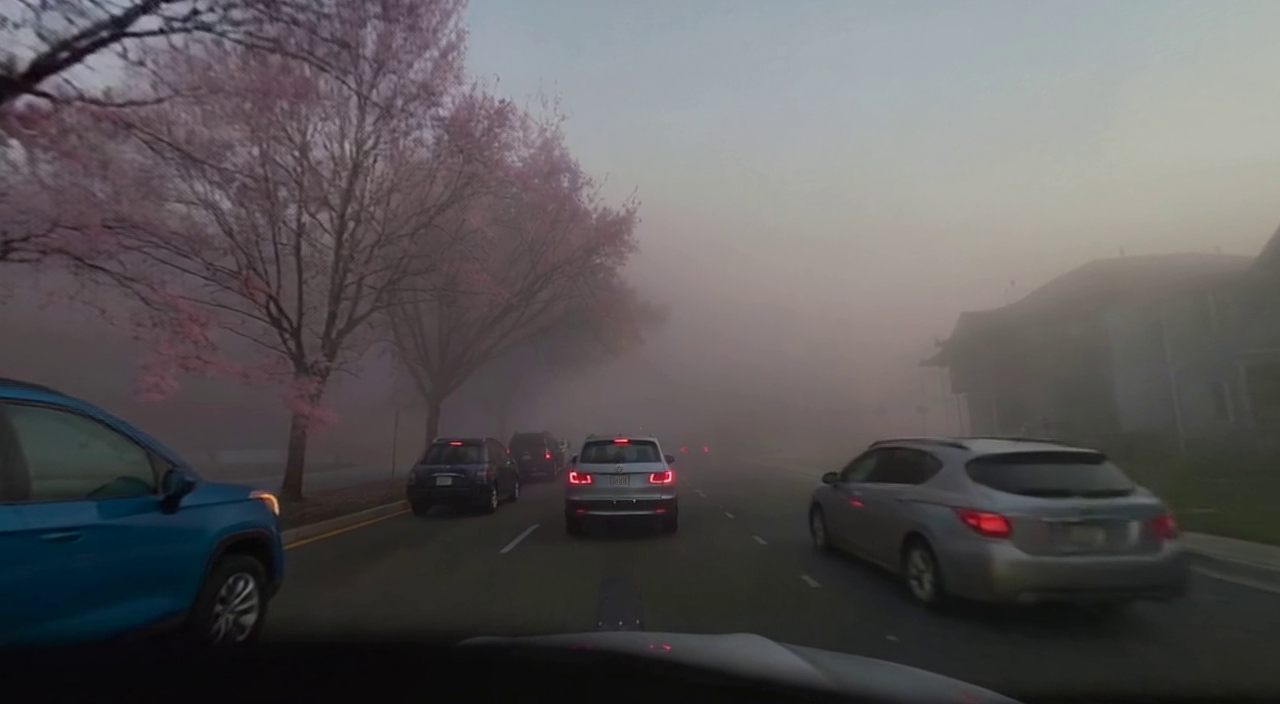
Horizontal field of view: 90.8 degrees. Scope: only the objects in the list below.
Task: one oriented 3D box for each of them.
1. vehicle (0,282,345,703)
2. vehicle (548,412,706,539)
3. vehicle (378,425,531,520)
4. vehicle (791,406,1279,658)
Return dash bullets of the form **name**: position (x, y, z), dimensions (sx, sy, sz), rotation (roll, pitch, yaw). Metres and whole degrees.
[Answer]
- **vehicle**: position (-3.555, 0.756, 2.645), dimensions (2.304, 1.928, 4.833), rotation (0, -8, 0)
- **vehicle**: position (-0.200, 1.957, 10.586), dimensions (2.112, 1.693, 4.058), rotation (0, -8, -1)
- **vehicle**: position (-3.672, 2.456, 13.409), dimensions (1.948, 1.668, 4.279), rotation (0, -8, 0)
- **vehicle**: position (3.157, 1.457, 6.323), dimensions (2.056, 1.536, 4.678), rotation (0, -8, -1)
